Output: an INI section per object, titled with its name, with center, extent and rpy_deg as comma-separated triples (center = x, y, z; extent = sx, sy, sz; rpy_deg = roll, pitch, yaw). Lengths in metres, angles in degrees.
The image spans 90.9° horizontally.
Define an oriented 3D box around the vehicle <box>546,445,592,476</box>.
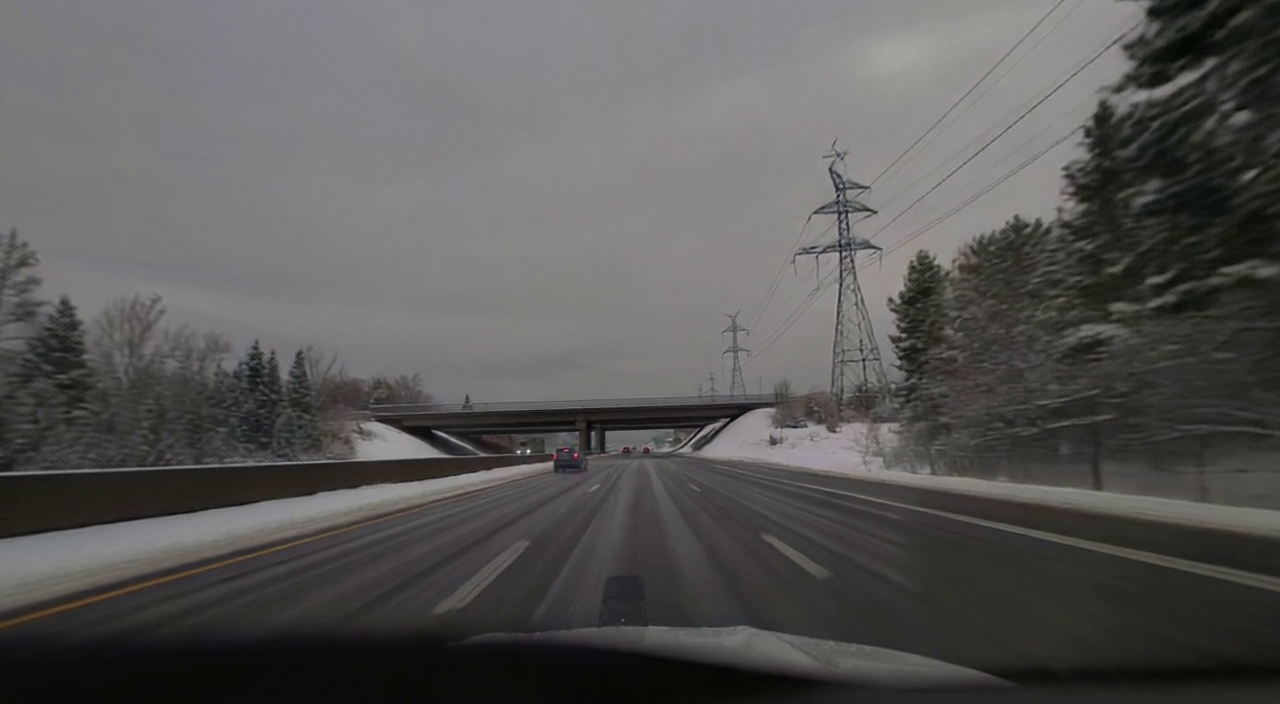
[vehicle]
center = -3.754, 5.797, 33.934
extent = 1.924, 1.550, 4.165
rpy_deg = 0, -9, 0
